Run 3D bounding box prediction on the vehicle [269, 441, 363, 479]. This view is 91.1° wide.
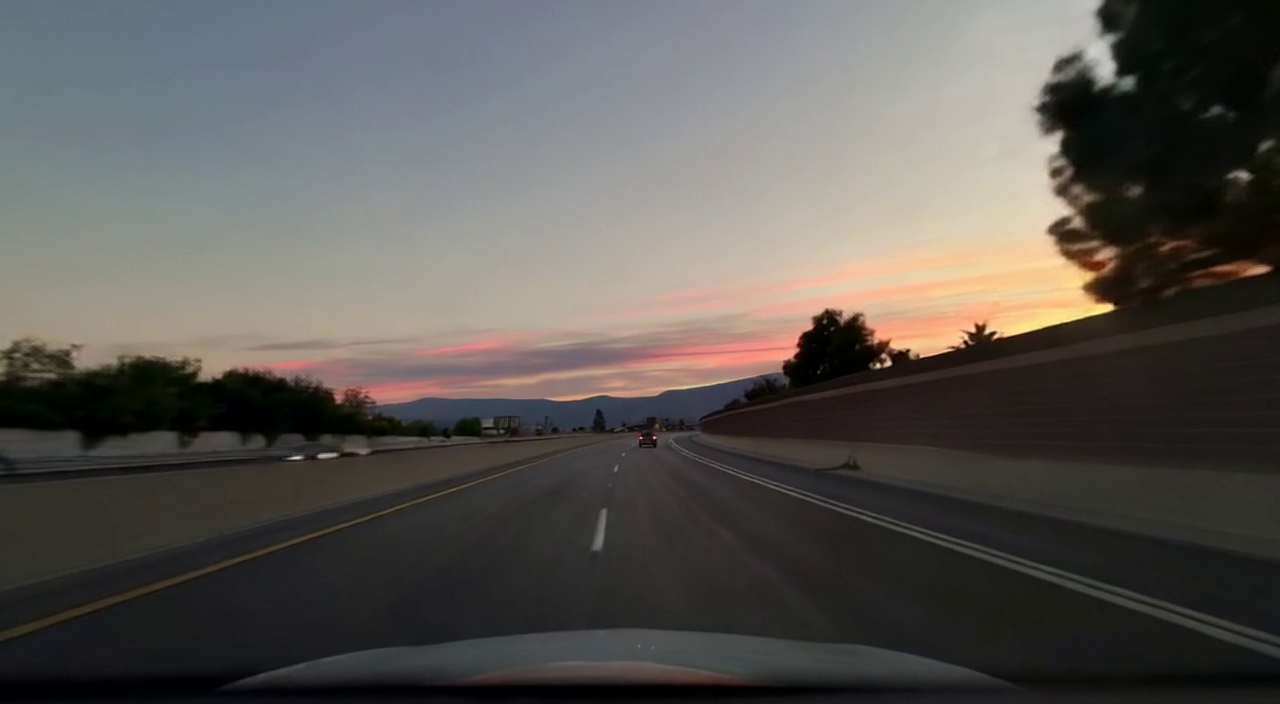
[{"bbox_3d":[-14.346,4.757,28.146,1.917,1.505,4.399,0,-8,-1],"label":"vehicle"}]
